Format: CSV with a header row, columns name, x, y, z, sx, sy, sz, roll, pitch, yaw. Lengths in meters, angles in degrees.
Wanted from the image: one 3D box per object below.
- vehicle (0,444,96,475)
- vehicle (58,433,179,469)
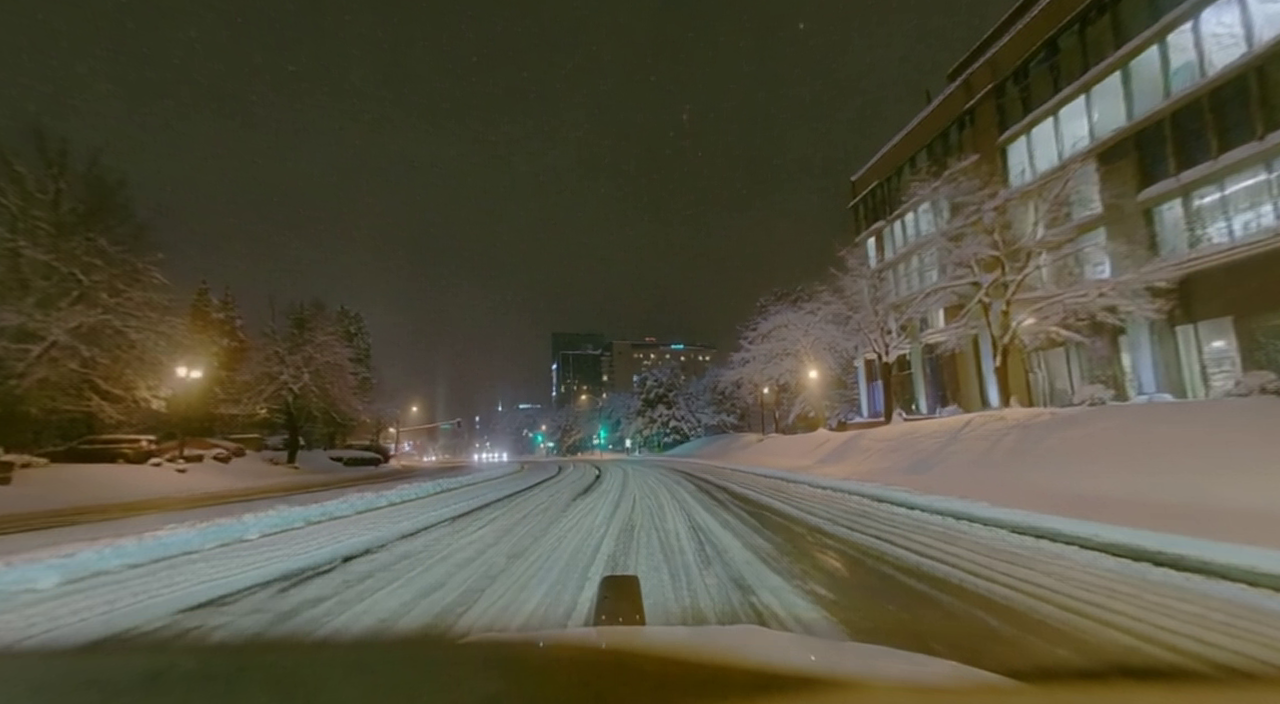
name,x,y,z,sx,sy,sz,roll,pitch,yaw
vehicle,-29.587,5.225,30.706,4.187,1.457,1.973,0,-9,-2
vehicle,-29.435,5.612,35.704,4.812,1.932,2.147,0,-9,-2
